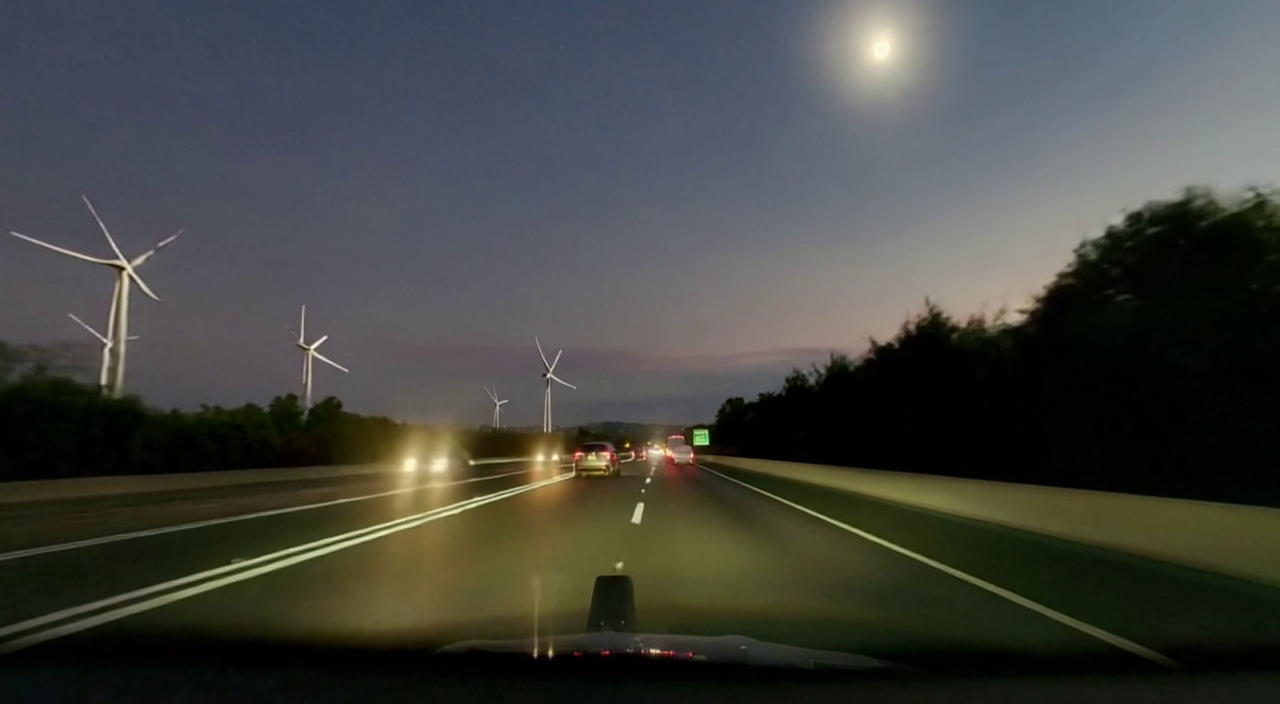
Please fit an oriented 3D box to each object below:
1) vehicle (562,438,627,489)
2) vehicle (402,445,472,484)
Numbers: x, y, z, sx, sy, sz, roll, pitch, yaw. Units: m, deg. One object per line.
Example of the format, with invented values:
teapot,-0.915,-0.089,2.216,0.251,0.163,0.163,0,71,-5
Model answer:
vehicle,-1.623,4.177,23.871,2.038,1.723,4.150,-1,-9,1
vehicle,-10.145,5.643,31.933,1.951,1.791,4.509,-1,-9,1
